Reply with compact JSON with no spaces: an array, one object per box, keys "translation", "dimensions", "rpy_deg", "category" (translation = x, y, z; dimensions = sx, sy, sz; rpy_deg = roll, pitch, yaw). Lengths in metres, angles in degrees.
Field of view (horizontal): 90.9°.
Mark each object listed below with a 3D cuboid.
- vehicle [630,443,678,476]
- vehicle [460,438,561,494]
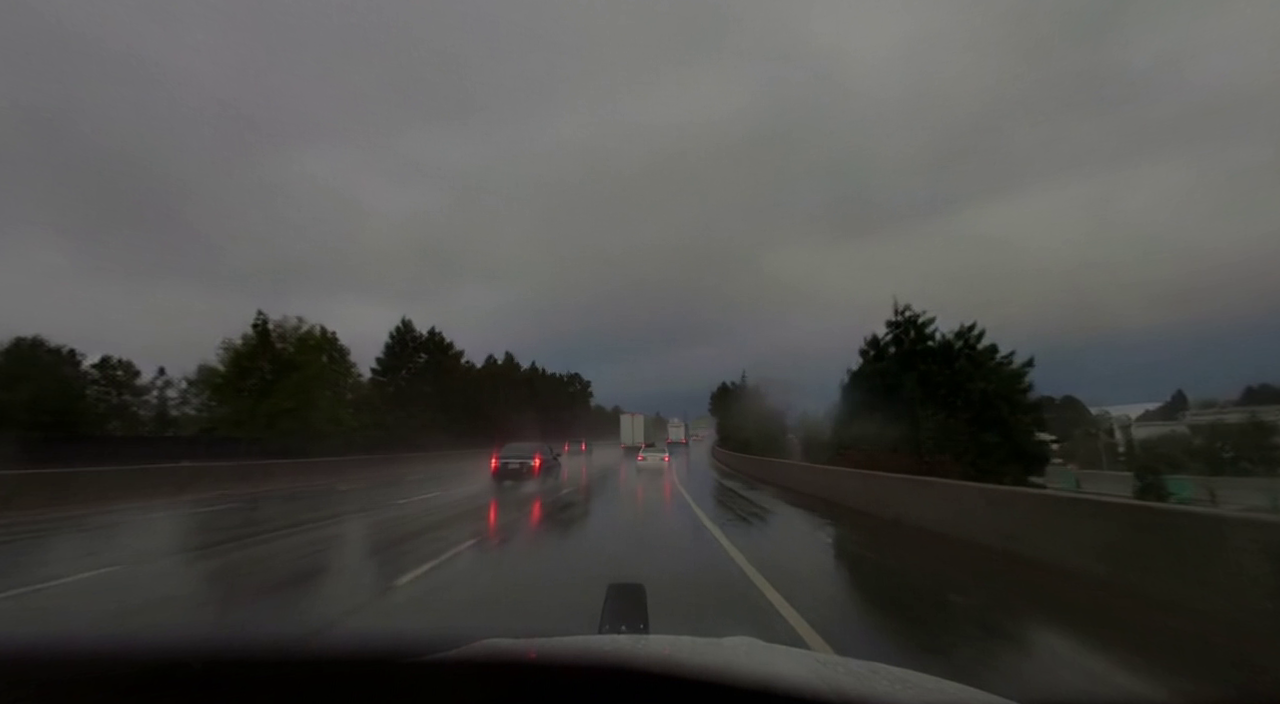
[{"translation":[0.642,4.708,27.830],"dimensions":[1.984,1.365,3.767],"rpy_deg":[0,-9,2],"category":"vehicle"},{"translation":[-3.747,3.389,19.165],"dimensions":[1.916,1.486,4.631],"rpy_deg":[0,-9,2],"category":"vehicle"}]
